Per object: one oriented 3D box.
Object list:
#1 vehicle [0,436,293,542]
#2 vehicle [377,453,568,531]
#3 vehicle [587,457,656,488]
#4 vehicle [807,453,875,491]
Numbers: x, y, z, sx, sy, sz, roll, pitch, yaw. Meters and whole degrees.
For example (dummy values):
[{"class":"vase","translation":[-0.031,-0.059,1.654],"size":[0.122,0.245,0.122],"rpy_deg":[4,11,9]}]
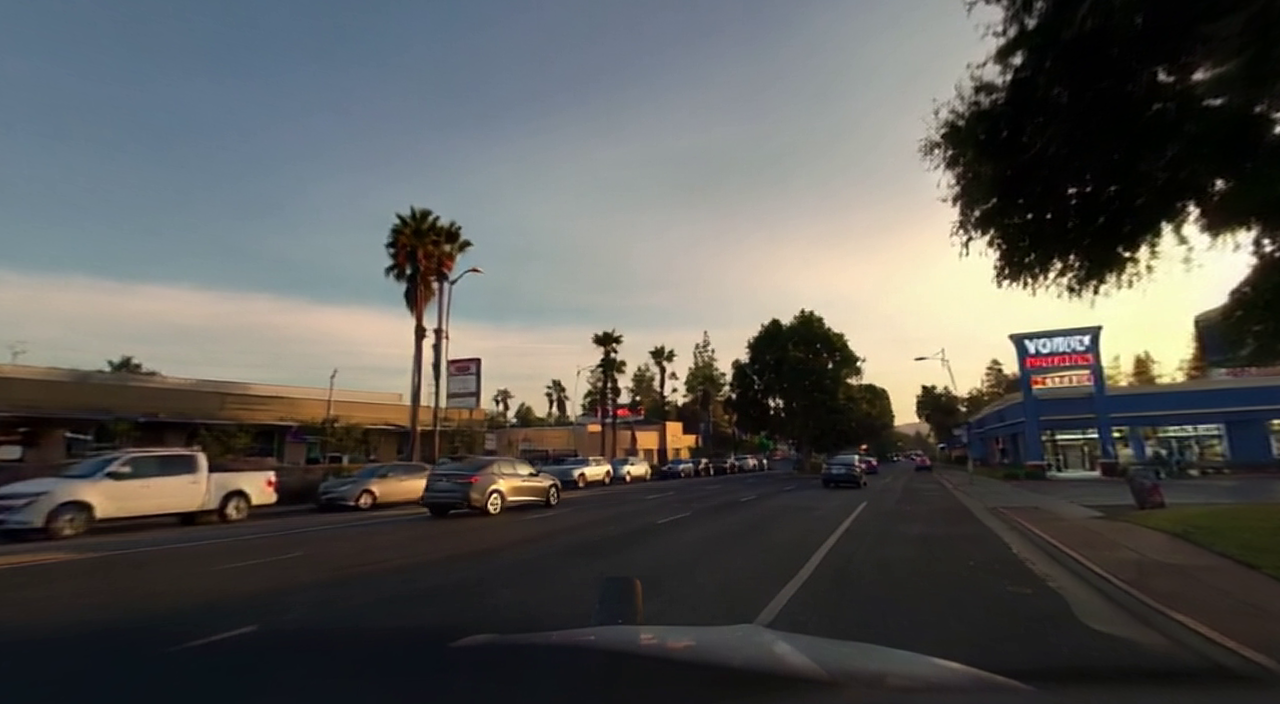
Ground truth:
[{"class":"vehicle","translation":[-10.384,2.911,13.460],"size":[1.989,1.792,4.884],"rpy_deg":[-6,-13,22]},{"class":"vehicle","translation":[-3.790,3.220,15.192],"size":[2.090,1.520,4.452],"rpy_deg":[-4,-9,23]},{"class":"vehicle","translation":[-0.936,6.650,35.135],"size":[1.981,1.493,4.721],"rpy_deg":[-4,-9,23]},{"class":"vehicle","translation":[9.175,5.345,28.466],"size":[2.139,1.461,4.918],"rpy_deg":[-4,-10,26]}]
